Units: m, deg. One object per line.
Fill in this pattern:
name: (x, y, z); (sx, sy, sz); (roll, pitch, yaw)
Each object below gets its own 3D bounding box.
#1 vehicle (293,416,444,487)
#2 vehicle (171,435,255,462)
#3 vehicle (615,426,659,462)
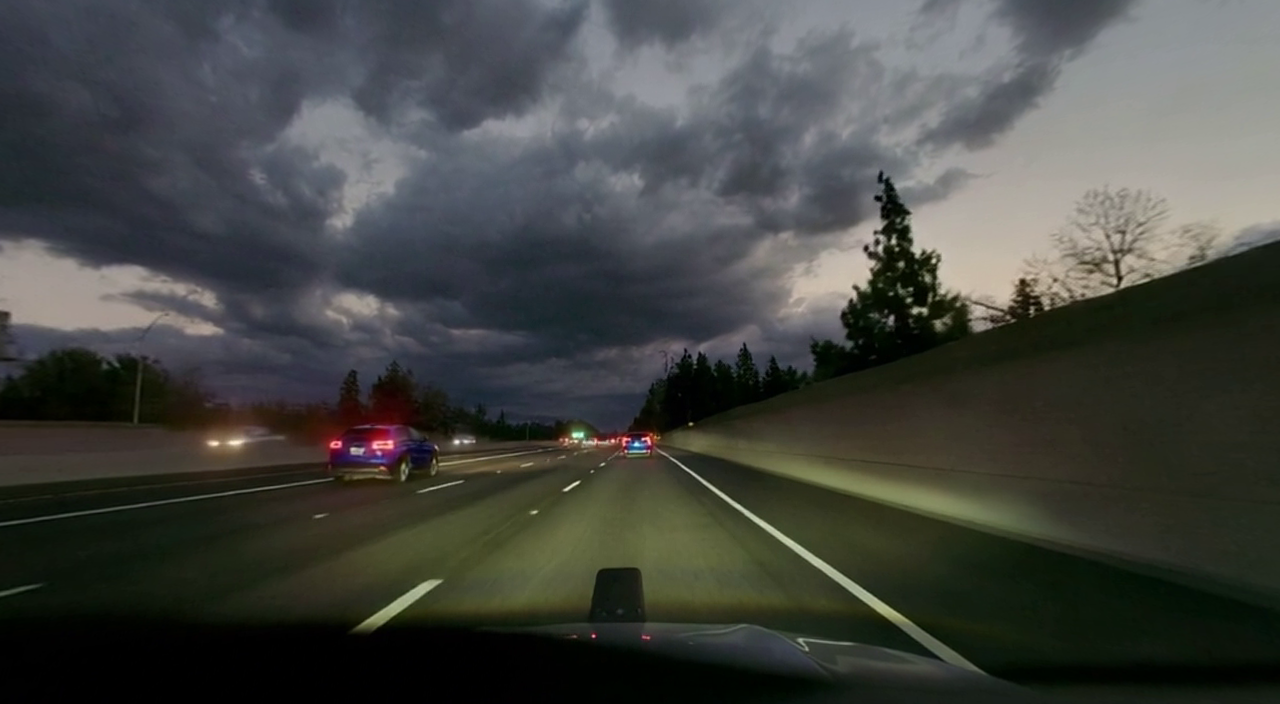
vehicle: (-7.361, 2.772, 17.693); (2.166, 1.705, 4.433); (0, -8, 1)
vehicle: (-25.650, 5.825, 38.031); (1.858, 1.525, 4.501); (0, -8, 1)
vehicle: (-0.125, 4.766, 32.689); (2.141, 1.706, 4.065); (0, -8, 1)
